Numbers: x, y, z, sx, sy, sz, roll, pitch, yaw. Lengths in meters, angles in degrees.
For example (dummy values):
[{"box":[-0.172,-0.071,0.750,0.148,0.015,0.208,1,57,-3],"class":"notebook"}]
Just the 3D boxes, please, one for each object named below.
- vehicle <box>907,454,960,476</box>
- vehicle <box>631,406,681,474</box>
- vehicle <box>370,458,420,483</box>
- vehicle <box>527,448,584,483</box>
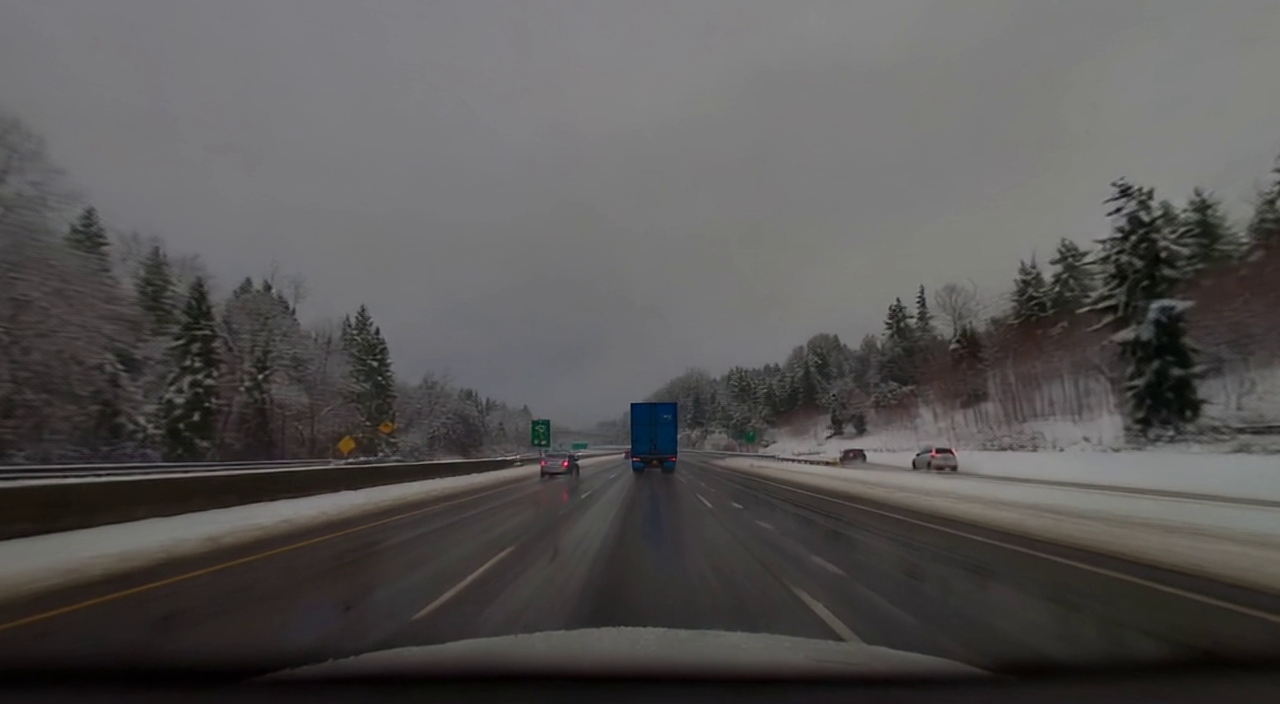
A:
[{"box":[20.366,7.829,43.864,1.857,1.407,3.719,0,-9,0],"class":"vehicle"},{"box":[1.134,6.055,43.109,3.022,4.072,10.318,0,-9,2],"class":"vehicle"},{"box":[-16.047,7.761,41.499,1.701,1.465,3.759,0,-9,1],"class":"vehicle"},{"box":[-3.818,5.185,29.186,1.931,1.466,4.458,0,-9,2],"class":"vehicle"}]
